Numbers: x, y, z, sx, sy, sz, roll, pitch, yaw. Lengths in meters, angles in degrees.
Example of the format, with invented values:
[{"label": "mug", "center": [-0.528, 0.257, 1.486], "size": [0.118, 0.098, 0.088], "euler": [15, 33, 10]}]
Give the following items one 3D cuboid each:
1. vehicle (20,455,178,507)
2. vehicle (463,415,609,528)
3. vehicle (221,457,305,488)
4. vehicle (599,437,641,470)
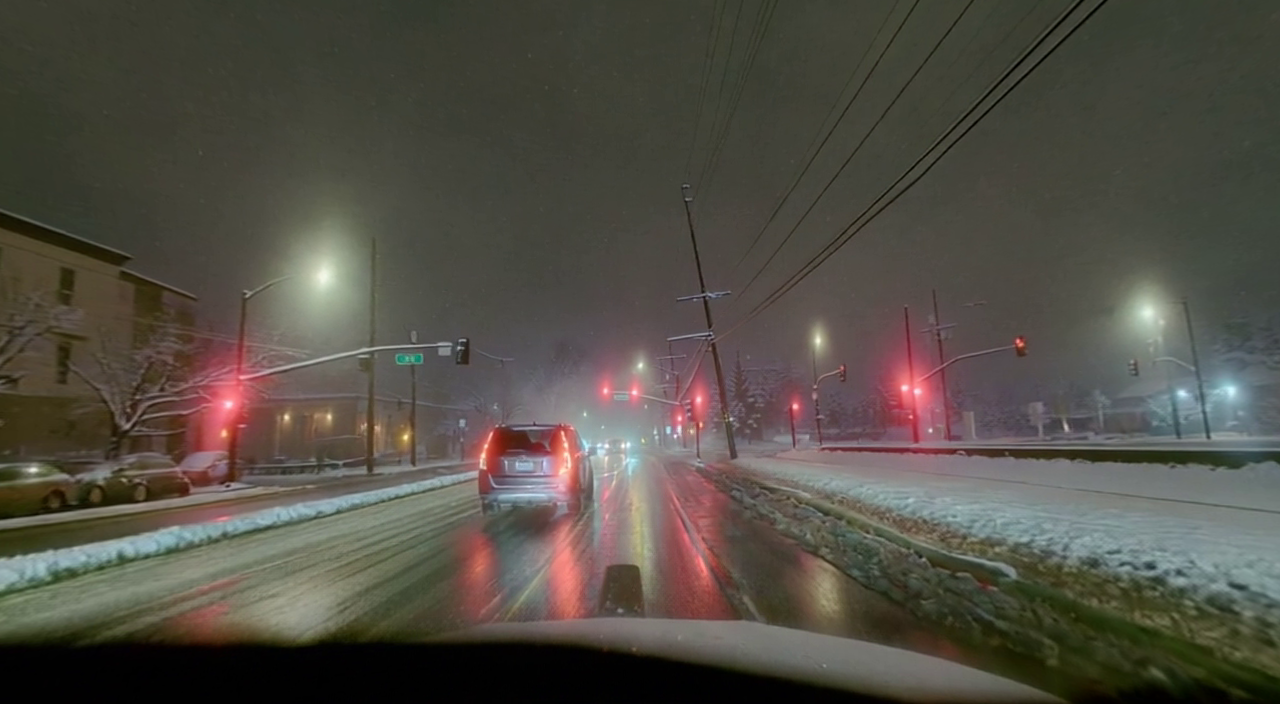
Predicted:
[{"label": "vehicle", "center": [-20.215, 4.805, 23.940], "size": [1.989, 1.689, 4.388], "euler": [0, -9, 2]}, {"label": "vehicle", "center": [-1.729, 2.190, 12.019], "size": [2.022, 1.757, 4.041], "euler": [0, -9, 1]}, {"label": "vehicle", "center": [-20.261, 6.470, 34.191], "size": [1.826, 1.430, 4.426], "euler": [0, -9, -1]}, {"label": "vehicle", "center": [-1.059, 5.584, 34.894], "size": [2.144, 1.681, 3.855], "euler": [0, -9, -1]}]
